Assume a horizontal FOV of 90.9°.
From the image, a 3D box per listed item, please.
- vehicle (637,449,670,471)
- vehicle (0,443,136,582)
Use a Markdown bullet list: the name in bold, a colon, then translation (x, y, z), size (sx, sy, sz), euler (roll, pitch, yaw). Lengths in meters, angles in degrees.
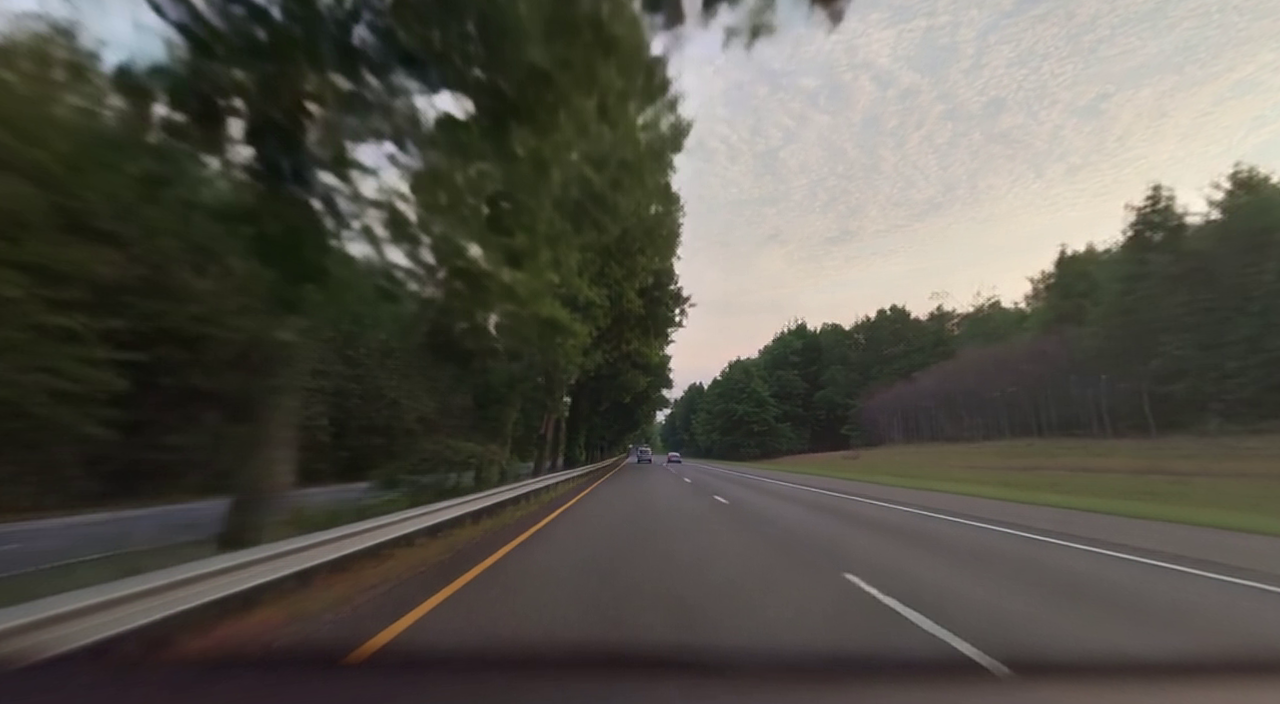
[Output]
- **vehicle**: translation (0.898, 7.643, 44.700), size (2.162, 1.492, 3.975), euler (0, -9, 0)
- **vehicle**: translation (-8.238, 1.790, 6.900), size (1.924, 1.563, 4.206), euler (0, -9, 0)
